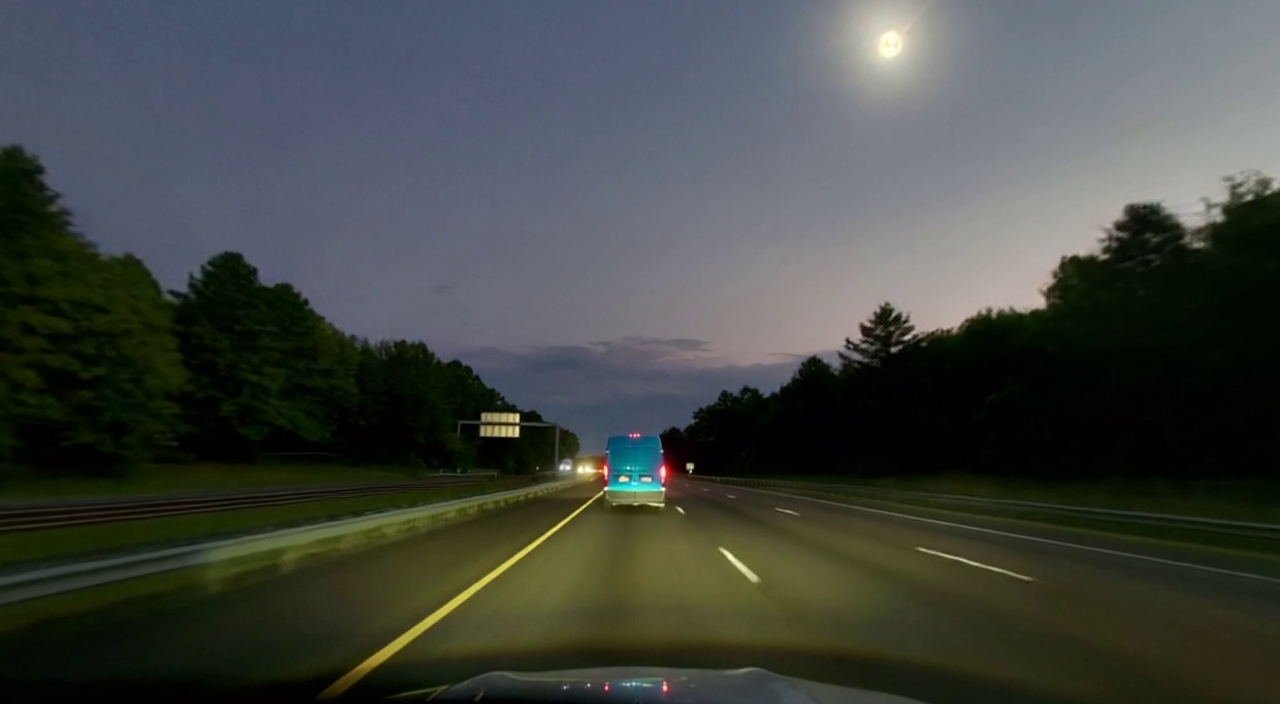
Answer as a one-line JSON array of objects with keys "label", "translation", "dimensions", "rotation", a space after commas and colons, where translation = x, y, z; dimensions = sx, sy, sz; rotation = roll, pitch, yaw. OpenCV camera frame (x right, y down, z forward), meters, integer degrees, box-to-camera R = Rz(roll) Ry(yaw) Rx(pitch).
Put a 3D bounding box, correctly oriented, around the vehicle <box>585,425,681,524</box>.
[{"label": "vehicle", "translation": [-0.282, 3.621, 18.864], "dimensions": [2.375, 2.432, 6.161], "rotation": [1, -10, -2]}]
